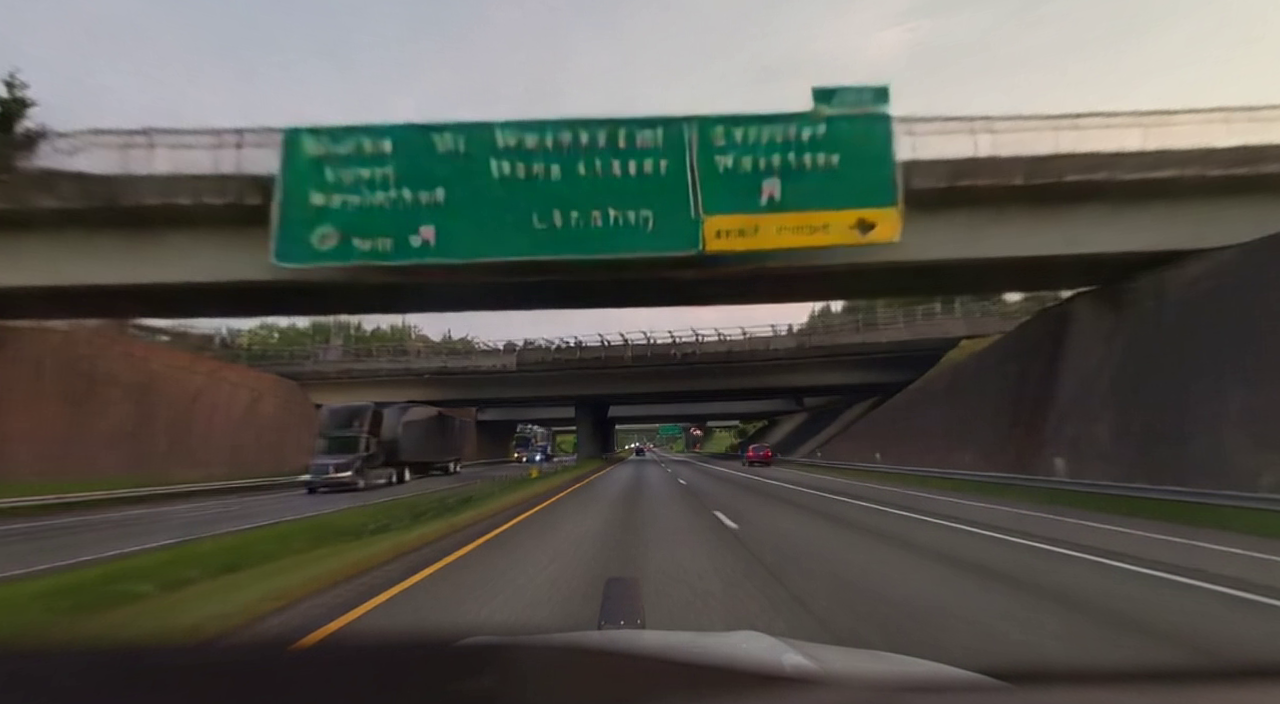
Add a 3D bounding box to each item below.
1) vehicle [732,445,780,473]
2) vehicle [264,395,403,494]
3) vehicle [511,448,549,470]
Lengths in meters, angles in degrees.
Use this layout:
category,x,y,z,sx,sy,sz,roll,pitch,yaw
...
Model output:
category,x,y,z,sx,sy,sz,roll,pitch,yaw
vehicle,6.517,6.077,35.817,1.987,1.473,4.244,0,-9,1
vehicle,-13.220,4.101,27.908,3.034,3.893,5.871,0,-9,0
vehicle,-8.626,8.427,49.764,2.081,1.569,4.607,0,-9,1
